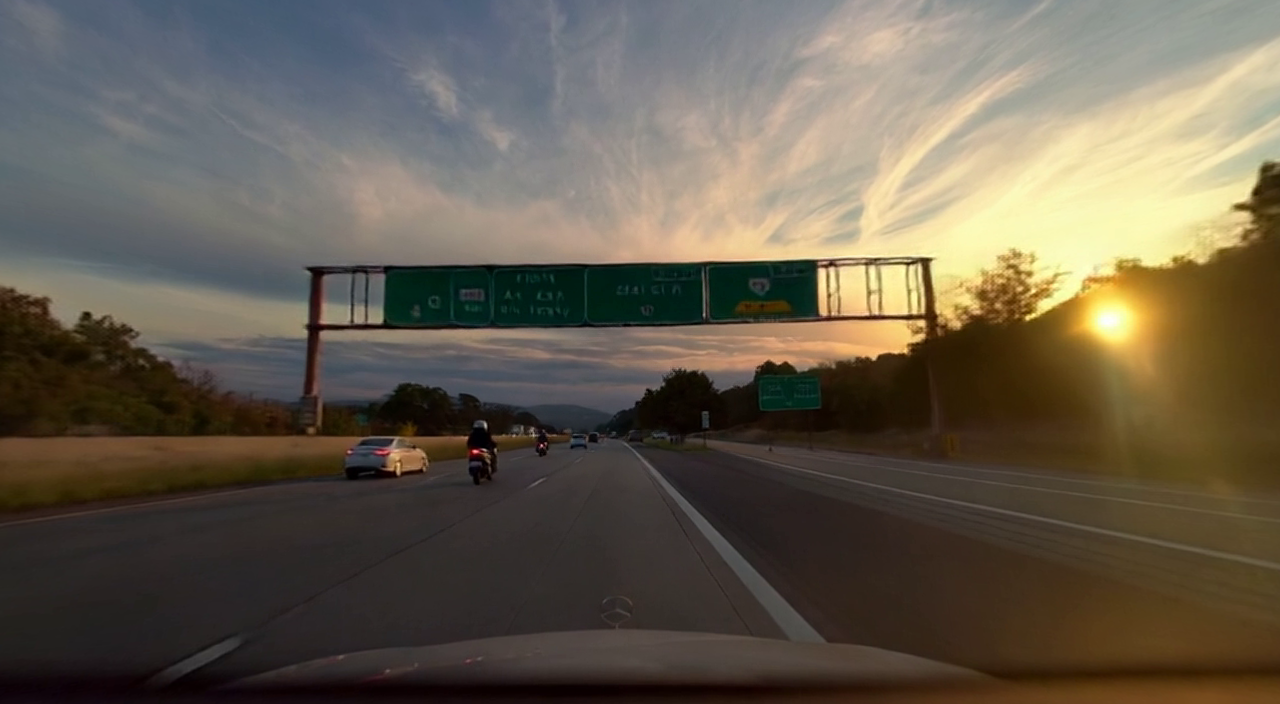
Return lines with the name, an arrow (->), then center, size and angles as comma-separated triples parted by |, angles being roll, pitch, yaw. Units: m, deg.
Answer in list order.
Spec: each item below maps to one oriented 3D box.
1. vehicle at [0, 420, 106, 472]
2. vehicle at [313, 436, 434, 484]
vehicle -> -21.093, 3.214, 21.666 | 1.831, 1.610, 4.067 | 0, -8, -1
vehicle -> -8.621, 3.507, 20.915 | 2.053, 1.409, 4.704 | 0, -8, -1
